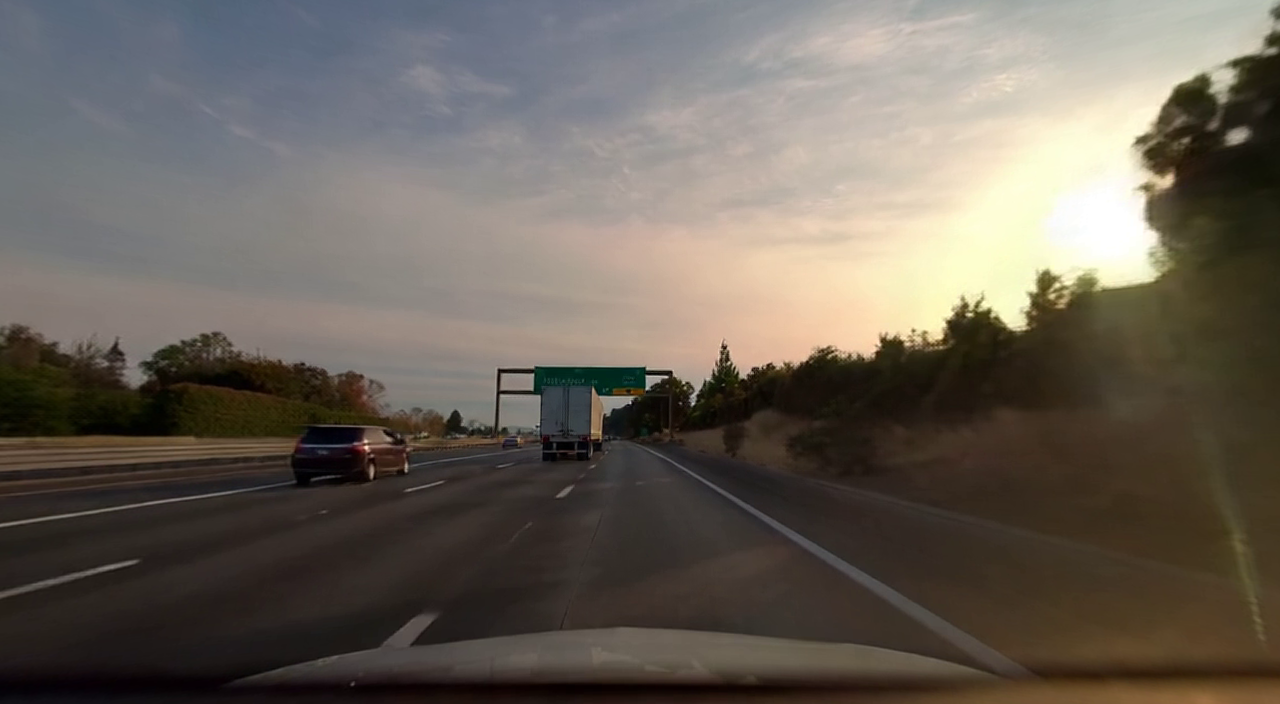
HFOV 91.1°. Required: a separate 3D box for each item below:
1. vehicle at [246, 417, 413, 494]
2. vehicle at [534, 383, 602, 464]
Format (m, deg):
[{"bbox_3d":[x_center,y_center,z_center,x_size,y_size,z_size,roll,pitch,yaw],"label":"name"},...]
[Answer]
[{"bbox_3d":[-7.683,2.600,16.177,2.075,1.691,4.431,0,-8,-1],"label":"vehicle"},{"bbox_3d":[-3.974,4.457,37.706,3.002,3.987,12.477,-1,-8,-2],"label":"vehicle"}]
